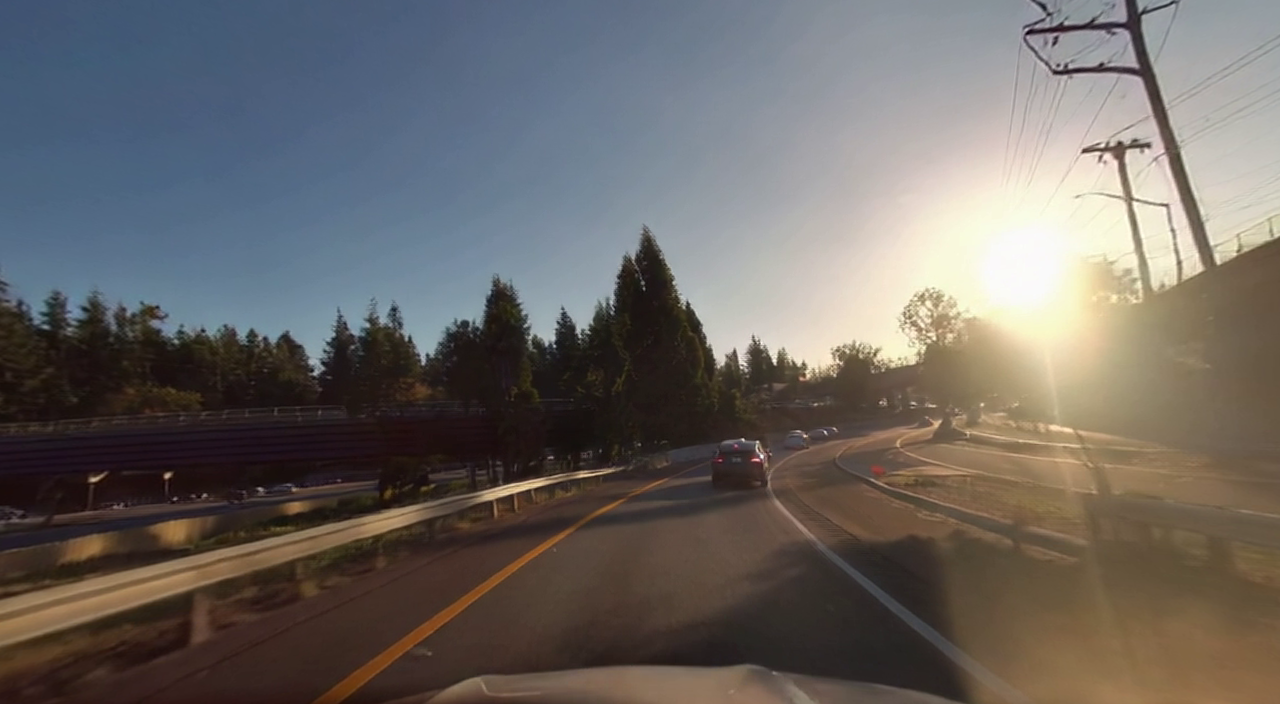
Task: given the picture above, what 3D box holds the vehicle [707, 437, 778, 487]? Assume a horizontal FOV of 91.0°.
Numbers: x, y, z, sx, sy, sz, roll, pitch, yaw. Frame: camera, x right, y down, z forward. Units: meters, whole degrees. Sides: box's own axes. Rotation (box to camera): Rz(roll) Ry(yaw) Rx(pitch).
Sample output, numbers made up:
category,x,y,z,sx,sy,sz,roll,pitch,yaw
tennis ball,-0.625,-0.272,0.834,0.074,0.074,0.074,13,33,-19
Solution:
category,x,y,z,sx,sy,sz,roll,pitch,yaw
vehicle,3.450,3.627,21.146,2.091,1.482,4.321,-2,-9,10
